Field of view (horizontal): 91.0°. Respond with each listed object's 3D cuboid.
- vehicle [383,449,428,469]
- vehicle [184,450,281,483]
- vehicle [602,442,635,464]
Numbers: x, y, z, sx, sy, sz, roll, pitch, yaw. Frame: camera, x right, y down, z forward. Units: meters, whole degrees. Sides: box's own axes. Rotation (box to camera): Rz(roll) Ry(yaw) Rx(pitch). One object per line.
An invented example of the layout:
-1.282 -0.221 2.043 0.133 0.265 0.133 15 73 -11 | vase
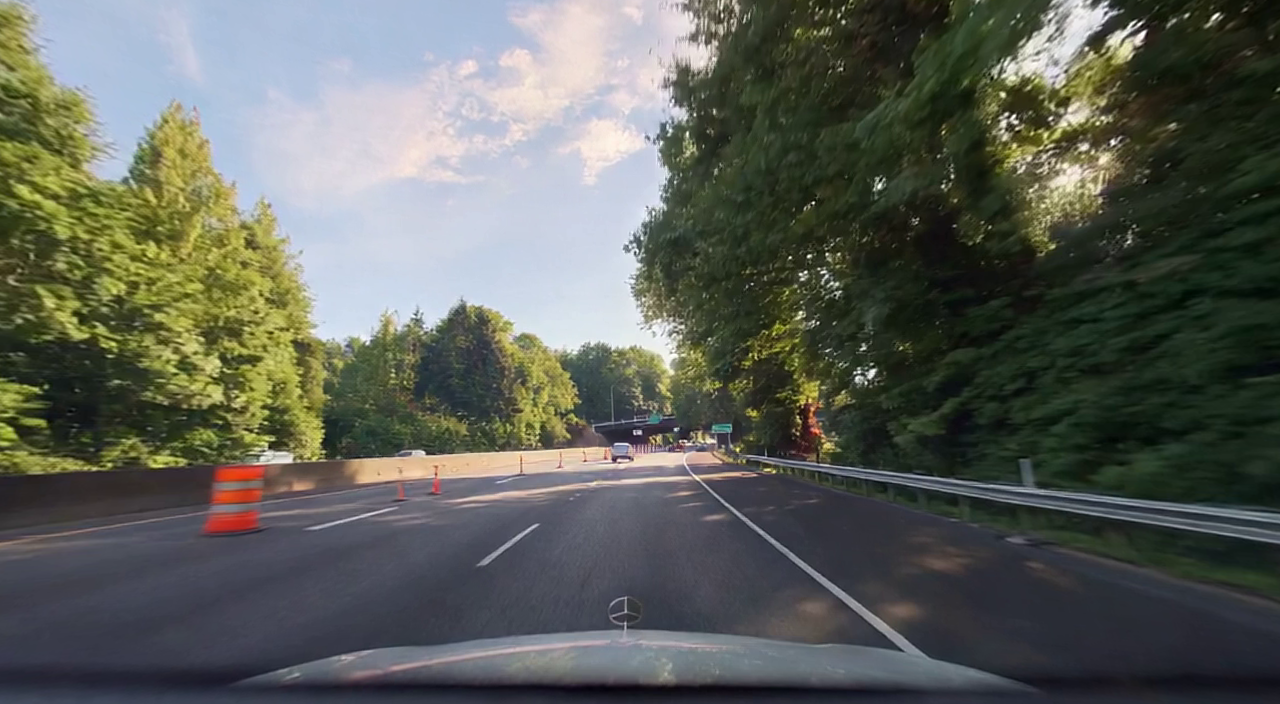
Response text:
-18.030 8.197 48.497 1.884 1.459 3.767 0 -8 2 | vehicle
-19.606 5.498 30.528 1.856 1.473 4.055 0 -8 2 | vehicle
-1.479 7.131 44.502 2.118 1.475 4.263 0 -8 1 | vehicle
